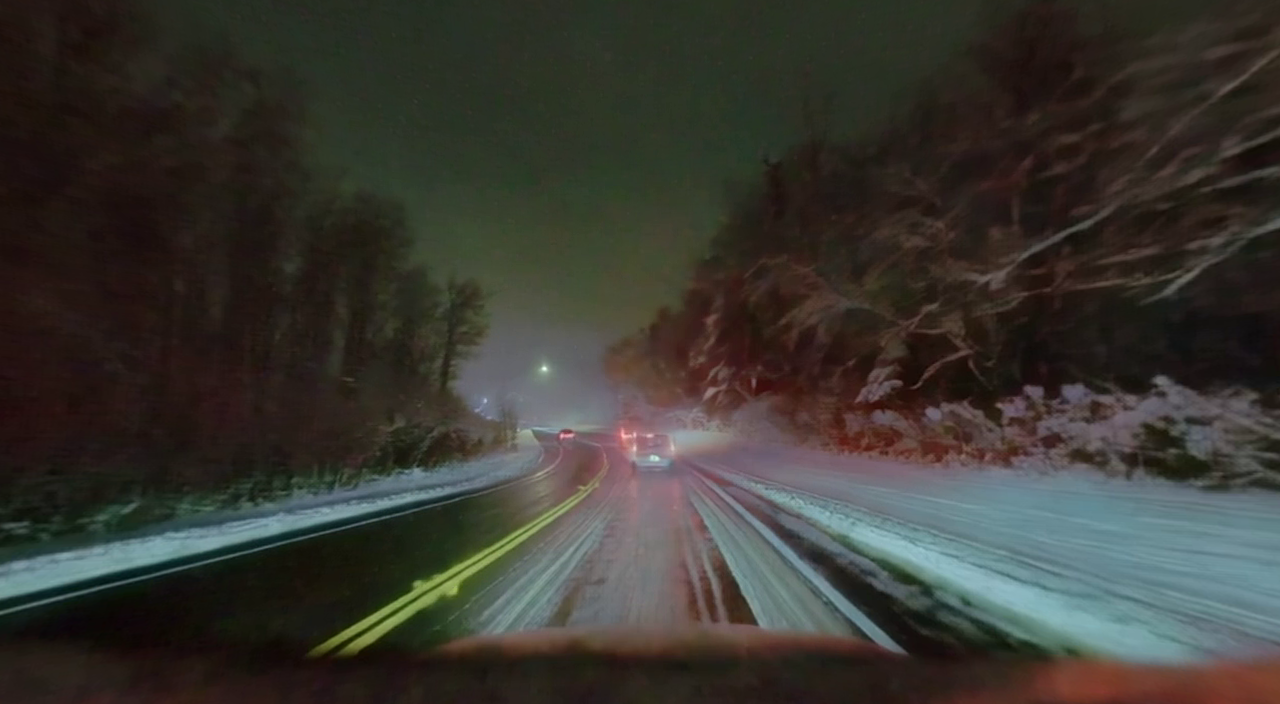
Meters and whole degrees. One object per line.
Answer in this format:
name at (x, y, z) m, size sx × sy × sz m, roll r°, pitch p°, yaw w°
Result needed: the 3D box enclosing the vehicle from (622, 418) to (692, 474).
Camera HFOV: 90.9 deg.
vehicle at (0.537, 3.848, 25.873) m, size 2.500 × 1.961 × 5.637 m, roll -2°, pitch -8°, yaw -2°
